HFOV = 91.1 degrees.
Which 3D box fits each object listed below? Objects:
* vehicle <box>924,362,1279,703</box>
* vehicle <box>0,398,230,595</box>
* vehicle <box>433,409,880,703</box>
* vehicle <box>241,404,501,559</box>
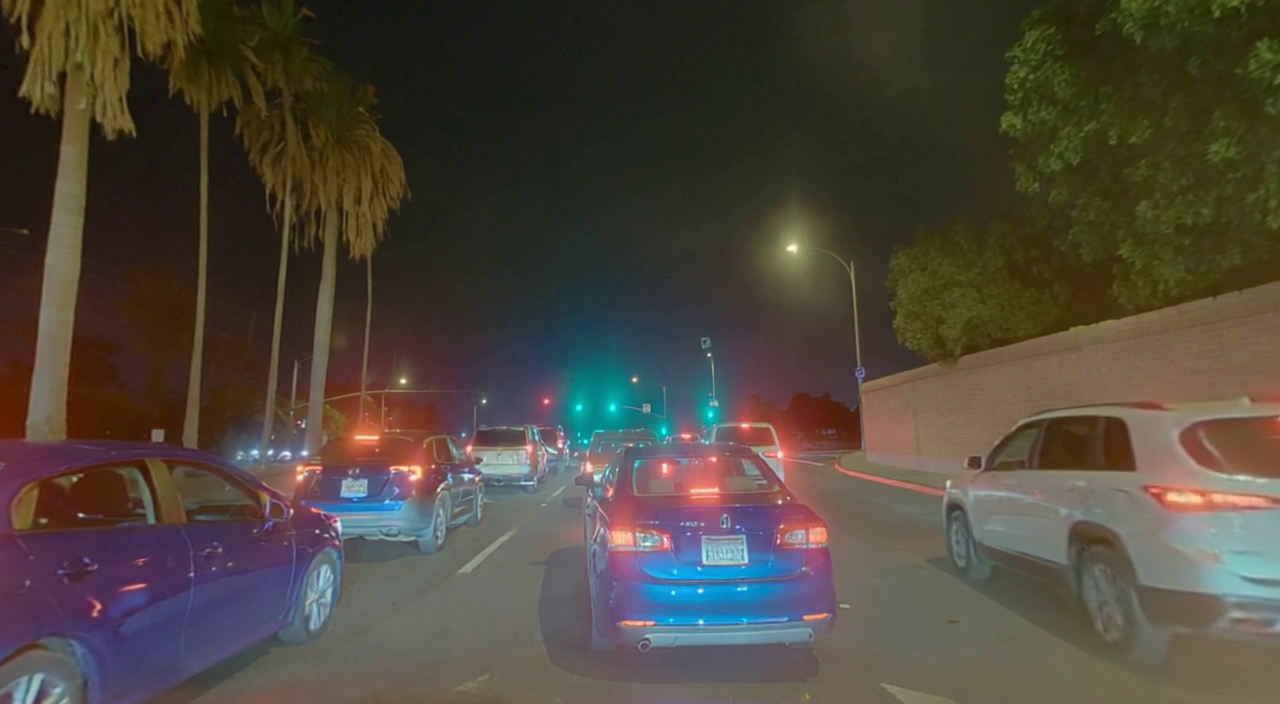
[{"bbox_3d":[3.930,1.201,4.857,2.112,1.717,4.432,-2,-9,11],"label":"vehicle"},{"bbox_3d":[-6.675,1.404,6.386,1.963,1.721,4.662,0,-8,-2],"label":"vehicle"},{"bbox_3d":[0.045,1.335,5.196,2.128,1.473,4.272,0,-8,-1],"label":"vehicle"},{"bbox_3d":[-3.519,1.773,9.270,2.055,1.746,4.136,0,-8,-2],"label":"vehicle"}]
